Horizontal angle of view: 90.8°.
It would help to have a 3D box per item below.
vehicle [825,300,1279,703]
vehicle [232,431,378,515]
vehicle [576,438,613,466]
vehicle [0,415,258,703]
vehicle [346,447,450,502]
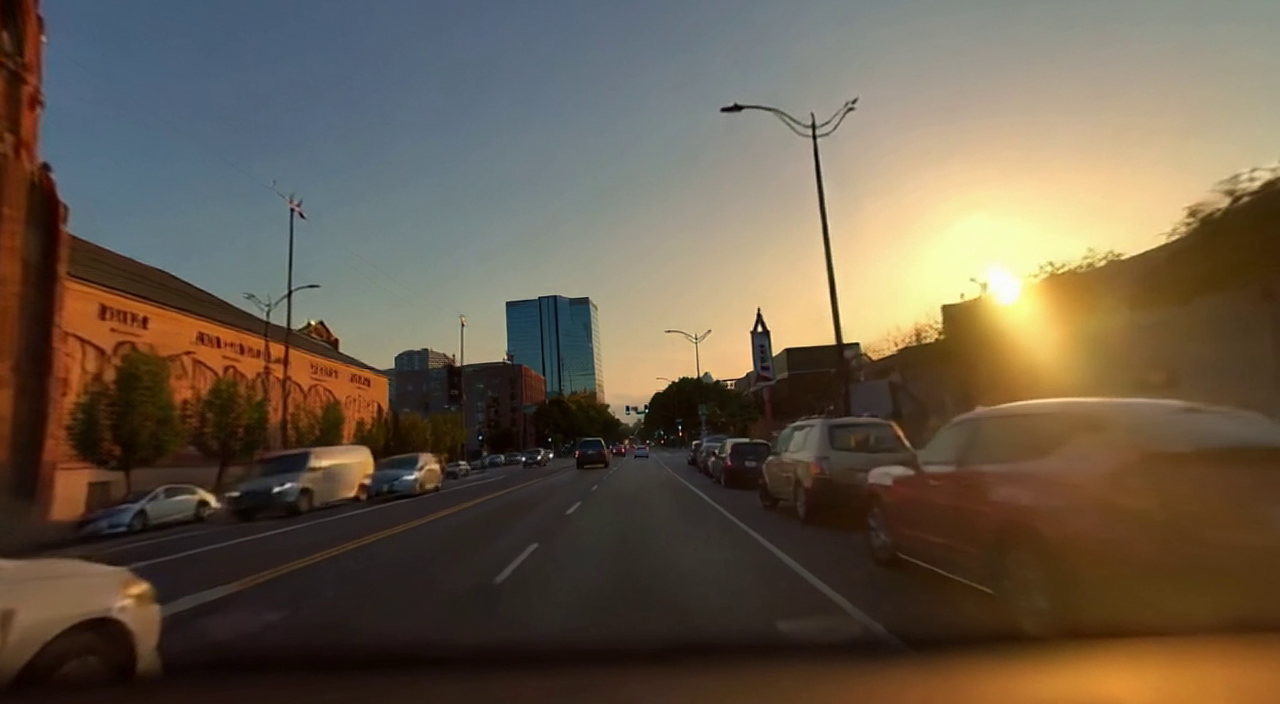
[{"bbox_3d":[3.315,1.112,5.183,2.032,1.918,5.469,0,-8,1],"label":"vehicle"},{"bbox_3d":[-12.296,4.429,23.844,2.410,2.733,5.630,0,-8,-1],"label":"vehicle"},{"bbox_3d":[-3.257,7.296,46.232,2.293,1.936,4.737,-1,-8,0],"label":"vehicle"},{"bbox_3d":[-3.270,0.875,1.276,2.089,1.547,4.635,0,-8,0],"label":"vehicle"},{"bbox_3d":[-8.962,4.511,23.871,2.078,1.810,4.568,-1,-8,0],"label":"vehicle"}]
